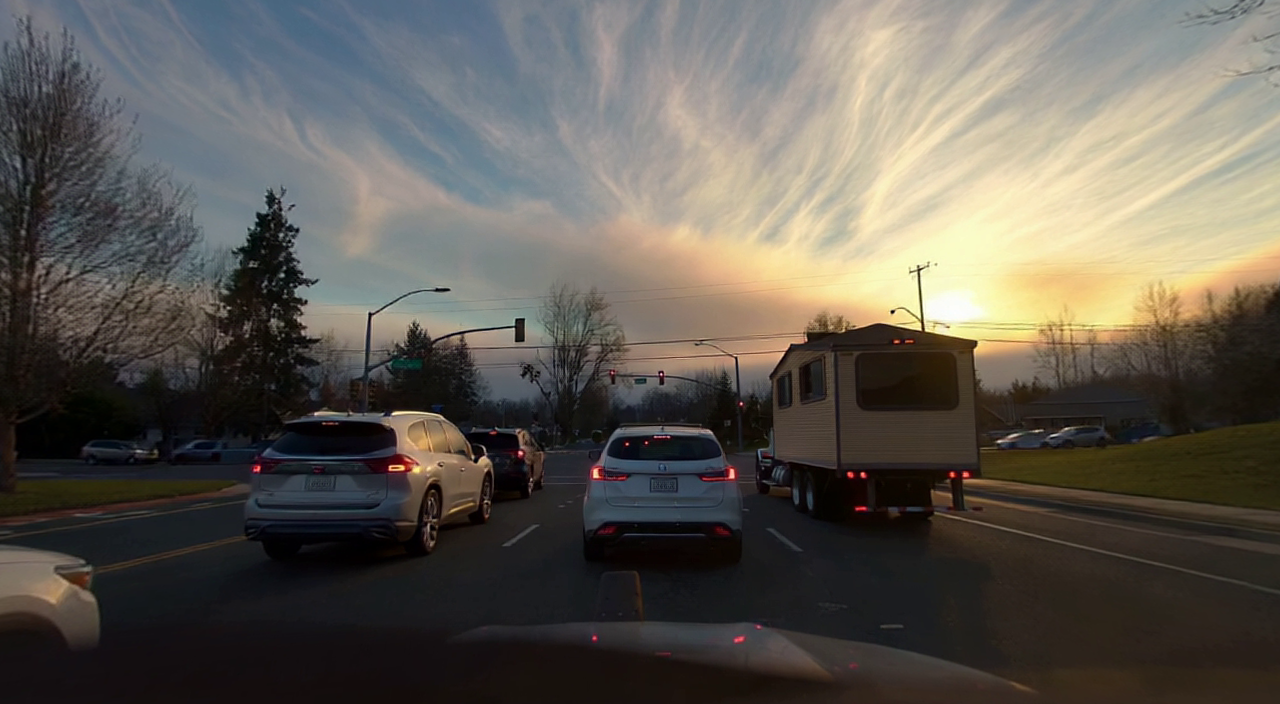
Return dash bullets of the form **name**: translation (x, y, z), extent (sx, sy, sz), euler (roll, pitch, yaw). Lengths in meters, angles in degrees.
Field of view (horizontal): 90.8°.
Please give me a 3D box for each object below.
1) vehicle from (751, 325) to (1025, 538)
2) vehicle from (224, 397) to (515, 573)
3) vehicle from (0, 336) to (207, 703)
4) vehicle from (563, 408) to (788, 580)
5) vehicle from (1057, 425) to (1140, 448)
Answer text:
- **vehicle**: translation (3.681, 1.417, 11.020), extent (2.531, 2.750, 5.595), euler (0, -8, 1)
- **vehicle**: translation (-3.268, 1.717, 8.852), extent (2.085, 1.812, 4.388), euler (0, -9, 0)
- **vehicle**: translation (-3.431, 0.673, 1.475), extent (1.952, 1.730, 4.116), euler (0, -9, -1)
- **vehicle**: translation (0.353, 1.698, 8.318), extent (2.189, 1.649, 4.171), euler (0, -9, 0)
- **vehicle**: translation (33.164, 6.151, 45.881), extent (4.671, 1.595, 1.824), euler (-5, -10, 31)
